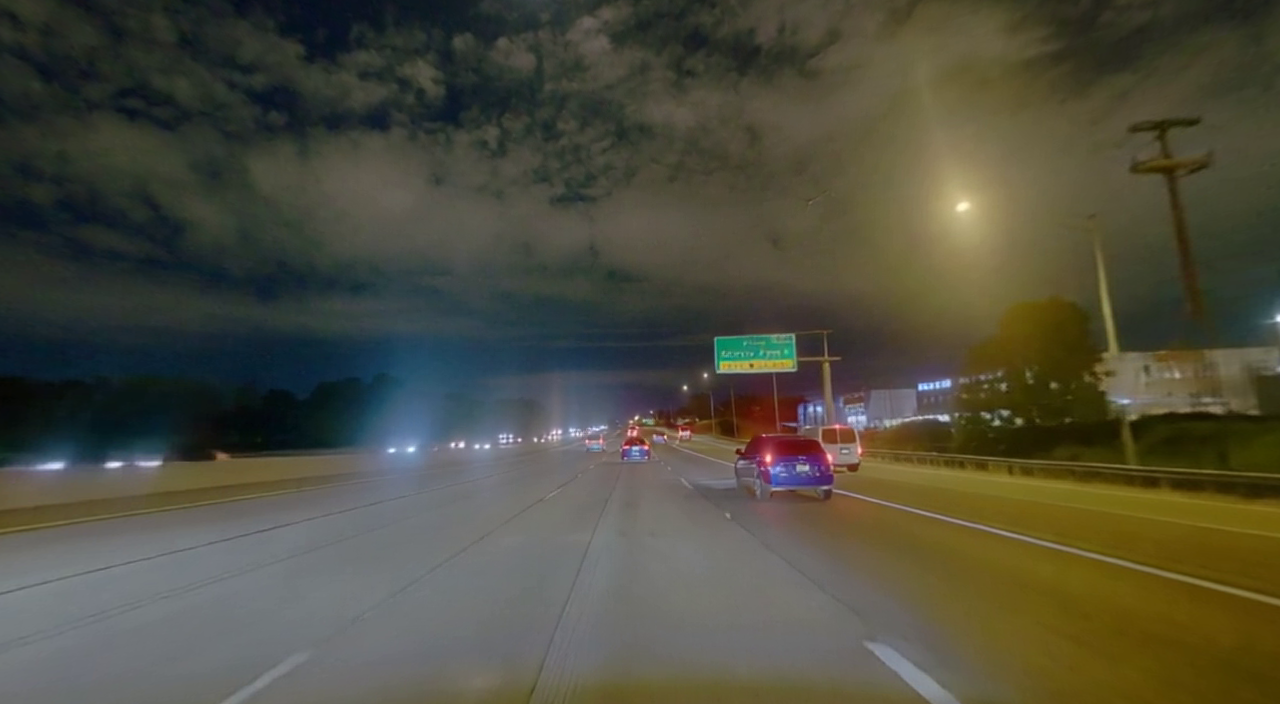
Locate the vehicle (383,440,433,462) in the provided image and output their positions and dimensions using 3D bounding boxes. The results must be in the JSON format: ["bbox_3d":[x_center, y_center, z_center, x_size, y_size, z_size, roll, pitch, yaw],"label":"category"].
[{"bbox_3d":[-16.937,7.246,46.188,1.890,1.564,4.563,0,-8,0],"label":"vehicle"}]

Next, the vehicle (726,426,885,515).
[{"bbox_3d":[3.209,2.398,13.284,1.995,1.533,4.463,0,-8,-2],"label":"vehicle"}]

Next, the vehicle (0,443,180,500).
[{"bbox_3d":[-16.753,3.547,19.217,1.912,1.492,4.608,0,-8,0],"label":"vehicle"}]

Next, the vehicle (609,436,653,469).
[{"bbox_3d":[-0.455,4.849,30.456,2.019,1.472,3.971,0,-8,-2],"label":"vehicle"}]
